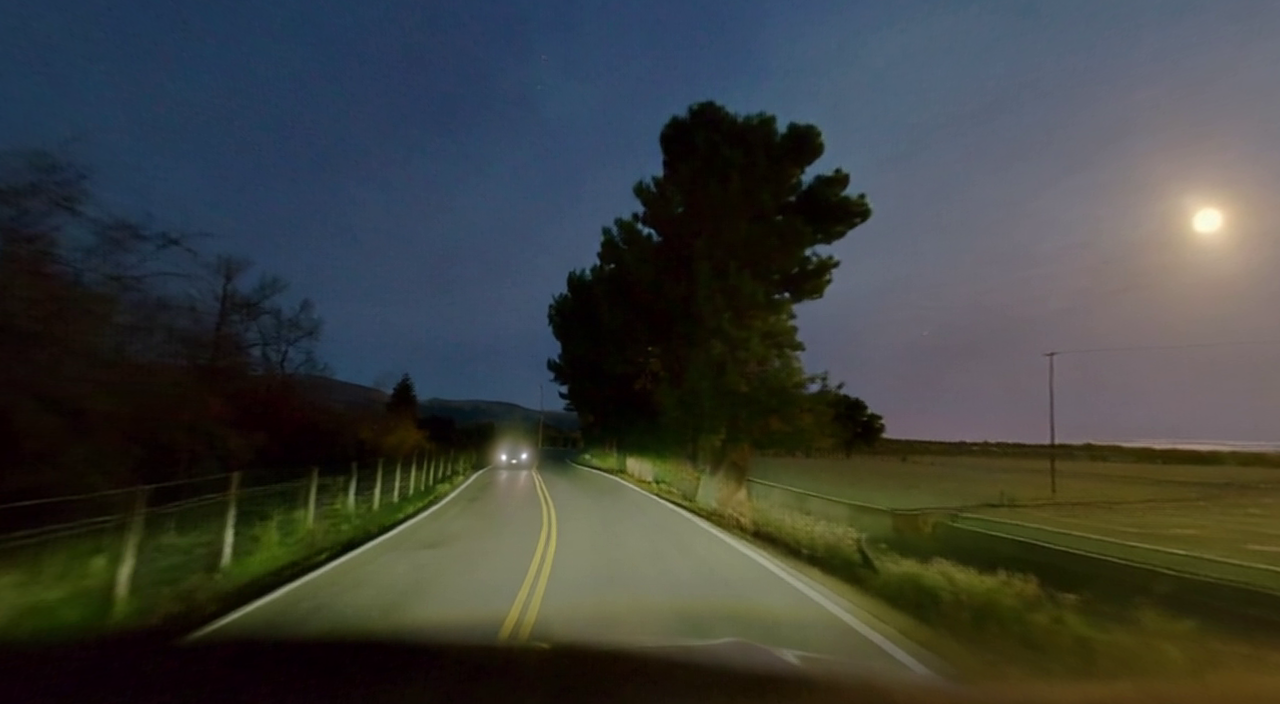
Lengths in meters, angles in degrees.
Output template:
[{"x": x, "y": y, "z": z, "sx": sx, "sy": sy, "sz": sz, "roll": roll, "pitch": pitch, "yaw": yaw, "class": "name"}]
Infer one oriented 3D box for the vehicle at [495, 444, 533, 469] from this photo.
[{"x": -8.137, "y": 6.776, "z": 41.153, "sx": 1.987, "sy": 1.521, "sz": 3.649, "roll": 0, "pitch": -9, "yaw": -5, "class": "vehicle"}]
